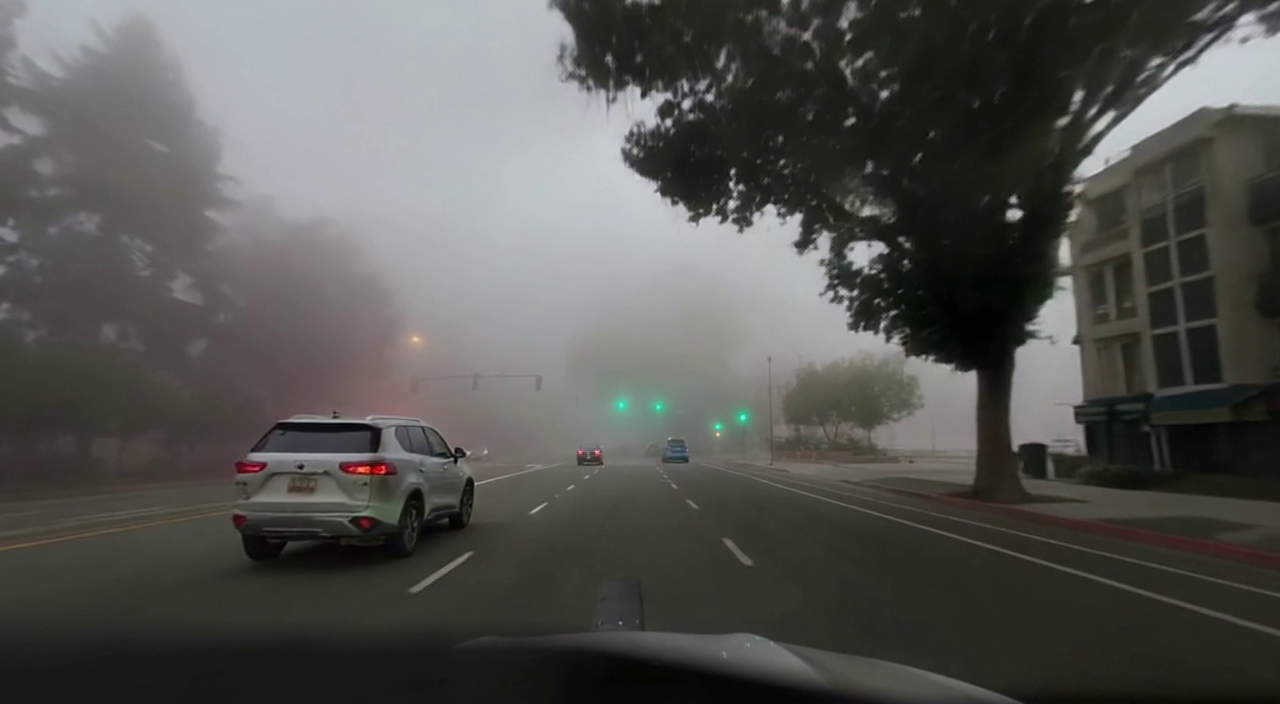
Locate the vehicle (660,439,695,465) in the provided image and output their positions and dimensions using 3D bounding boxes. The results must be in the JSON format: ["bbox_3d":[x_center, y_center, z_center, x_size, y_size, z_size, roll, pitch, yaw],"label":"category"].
[{"bbox_3d":[2.589,7.044,44.540,2.018,1.719,4.369,0,-8,-2],"label":"vehicle"}]

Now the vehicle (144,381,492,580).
[{"bbox_3d":[-3.841,1.671,8.997,2.225,1.984,5.168,0,-8,0],"label":"vehicle"}]

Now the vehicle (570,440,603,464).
[{"bbox_3d":[-3.967,7.498,47.449,2.083,1.685,4.069,0,-8,1],"label":"vehicle"}]
